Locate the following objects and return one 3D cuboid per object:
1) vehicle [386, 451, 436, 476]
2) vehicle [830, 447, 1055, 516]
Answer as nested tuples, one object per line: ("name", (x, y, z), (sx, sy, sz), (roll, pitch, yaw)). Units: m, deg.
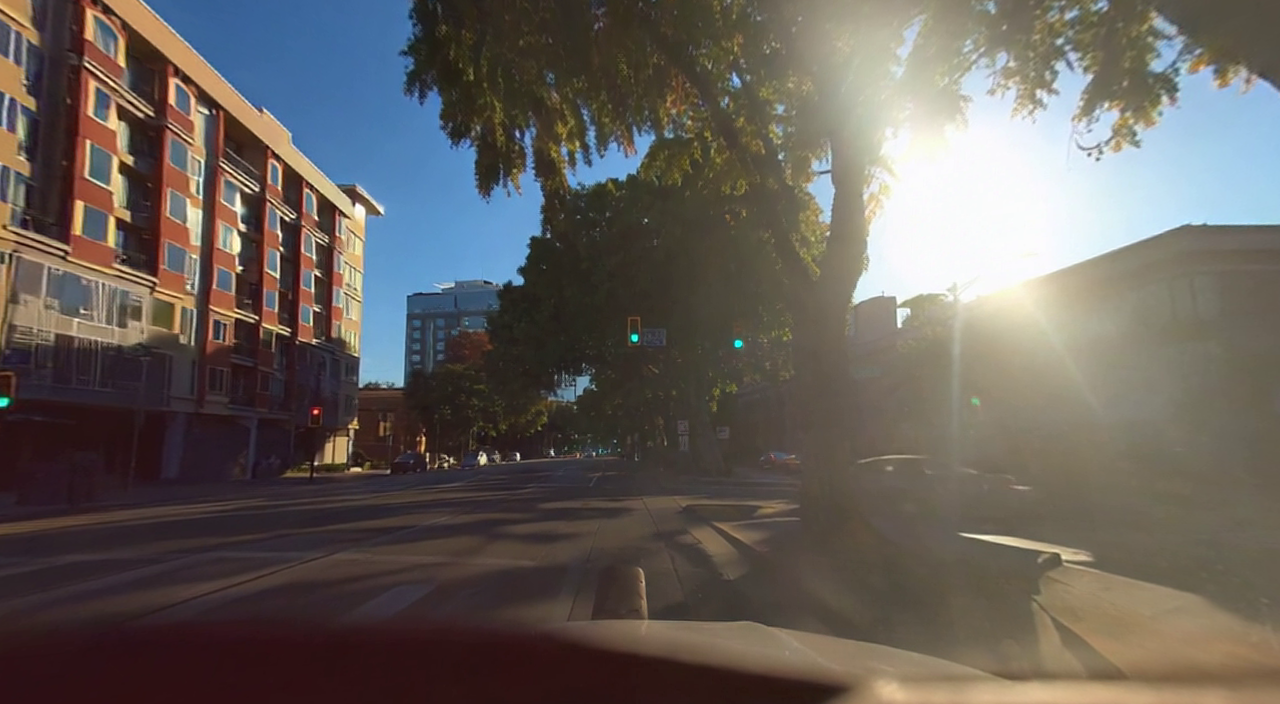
("vehicle", (-16.579, 8.064, 45.891), (2.075, 1.708, 4.335), (0, -9, -1))
("vehicle", (7.472, 3.161, 15.979), (4.683, 1.460, 1.933), (-8, -12, 43))
